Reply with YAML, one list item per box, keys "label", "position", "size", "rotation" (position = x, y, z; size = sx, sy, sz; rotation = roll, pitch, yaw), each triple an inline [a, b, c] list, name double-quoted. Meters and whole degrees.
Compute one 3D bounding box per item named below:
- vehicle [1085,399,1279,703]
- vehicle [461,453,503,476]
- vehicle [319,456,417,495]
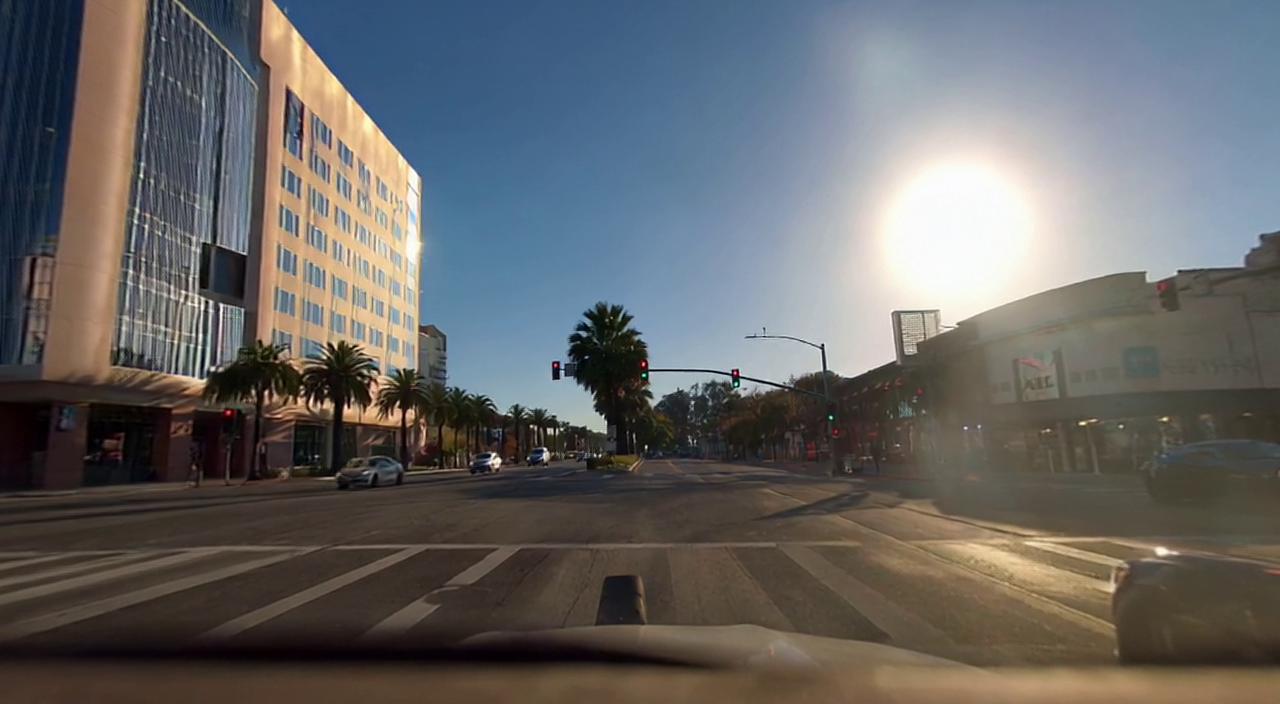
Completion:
- label: "vehicle"
  position: [3.229, 0.653, 0.508]
  size: [2.106, 1.472, 4.854]
  rotation: [0, -9, -2]
- label: "vehicle"
  position: [-12.043, 8.626, 48.521]
  size: [2.038, 1.624, 4.292]
  rotation: [-1, -9, 1]
- label: "vehicle"
  position: [-12.103, 5.497, 28.528]
  size: [2.145, 1.504, 4.857]
  rotation: [-1, -9, 2]
